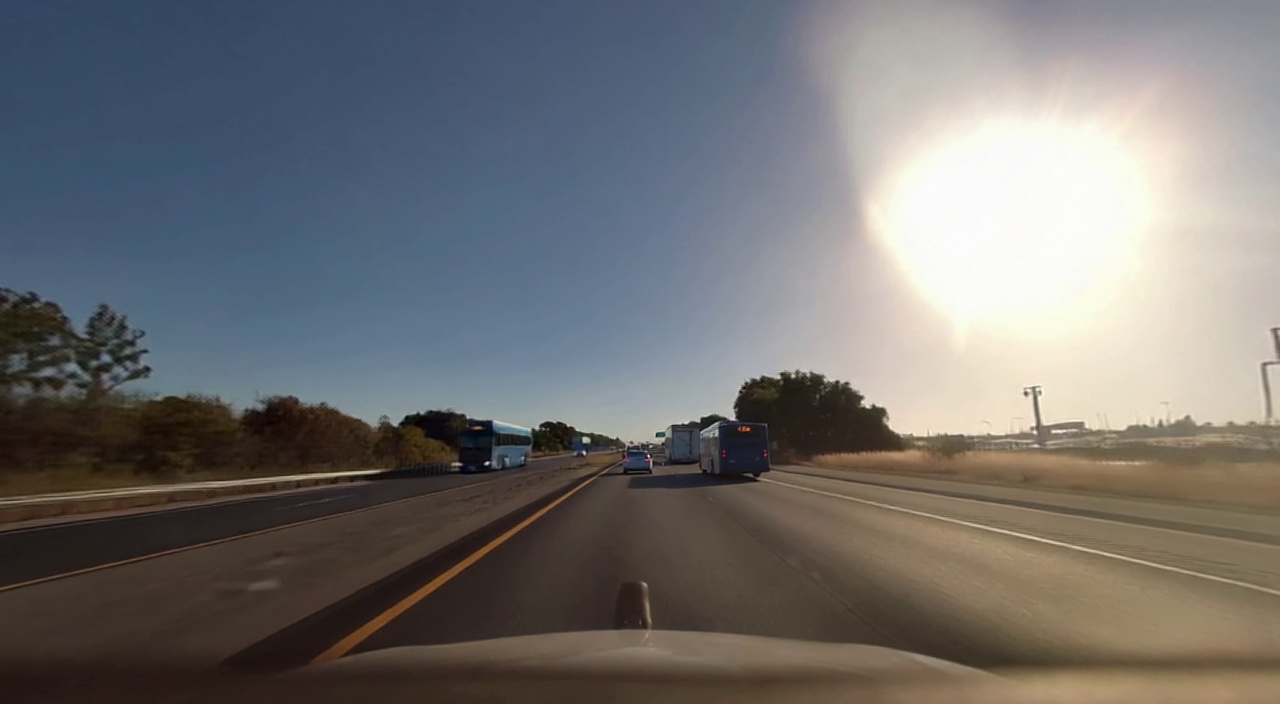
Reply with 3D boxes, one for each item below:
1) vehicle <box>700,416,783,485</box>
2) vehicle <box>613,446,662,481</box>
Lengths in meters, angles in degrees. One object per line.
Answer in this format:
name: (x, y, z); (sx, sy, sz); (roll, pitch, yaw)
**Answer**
vehicle: (4.072, 4.148, 26.582); (2.440, 2.555, 5.957); (0, -9, -1)
vehicle: (-0.130, 4.890, 27.862); (2.004, 1.449, 3.817); (0, -9, -1)
